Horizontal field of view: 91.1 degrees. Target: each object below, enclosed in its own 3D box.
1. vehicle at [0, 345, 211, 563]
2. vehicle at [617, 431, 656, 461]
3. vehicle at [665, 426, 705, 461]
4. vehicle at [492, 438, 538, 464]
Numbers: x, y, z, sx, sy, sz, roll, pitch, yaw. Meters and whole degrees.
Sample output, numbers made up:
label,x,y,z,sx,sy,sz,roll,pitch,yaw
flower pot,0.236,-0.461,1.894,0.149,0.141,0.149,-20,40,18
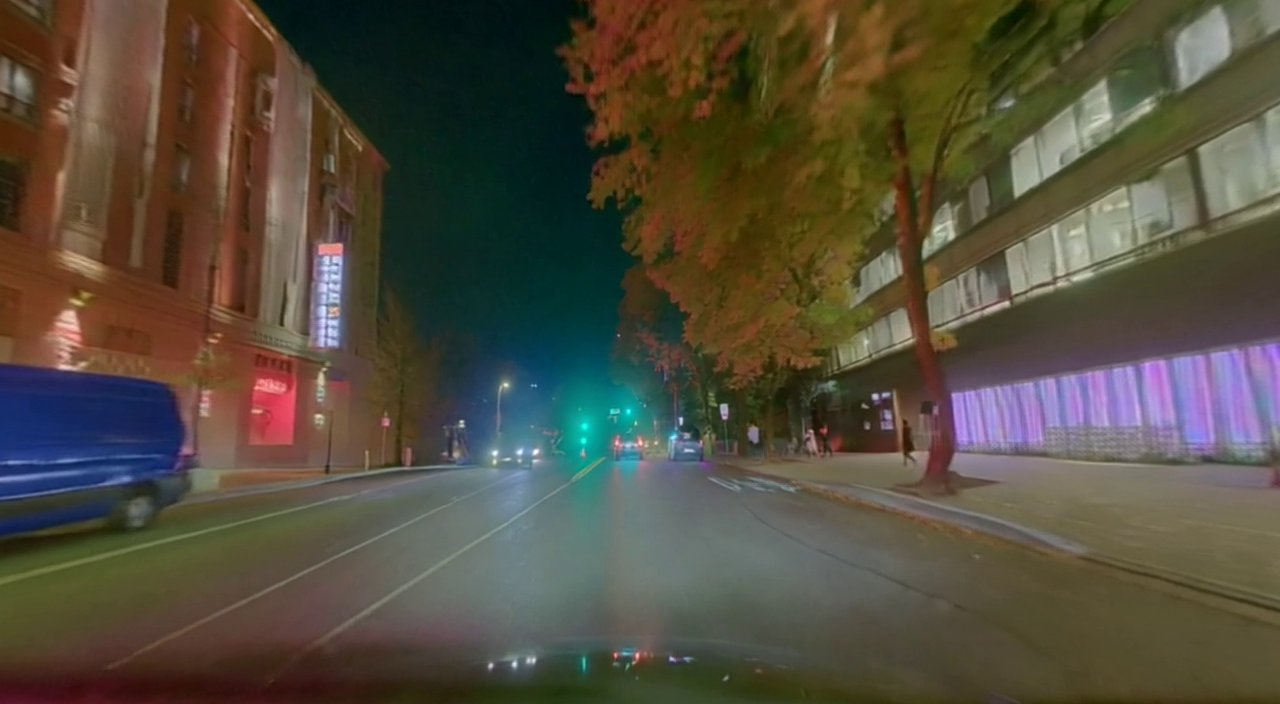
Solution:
label,x,y,z,sx,sy,sz,roll,pitch,yaw
vehicle,-8.897,1.343,8.379,2.348,2.588,5.860,0,-8,-2
vehicle,-0.264,5.733,38.651,2.274,1.736,4.083,0,-8,-1
vehicle,2.685,5.547,38.351,2.147,1.968,4.478,0,-8,0
vehicle,-7.600,6.009,38.621,2.121,1.489,4.430,0,-8,-4
